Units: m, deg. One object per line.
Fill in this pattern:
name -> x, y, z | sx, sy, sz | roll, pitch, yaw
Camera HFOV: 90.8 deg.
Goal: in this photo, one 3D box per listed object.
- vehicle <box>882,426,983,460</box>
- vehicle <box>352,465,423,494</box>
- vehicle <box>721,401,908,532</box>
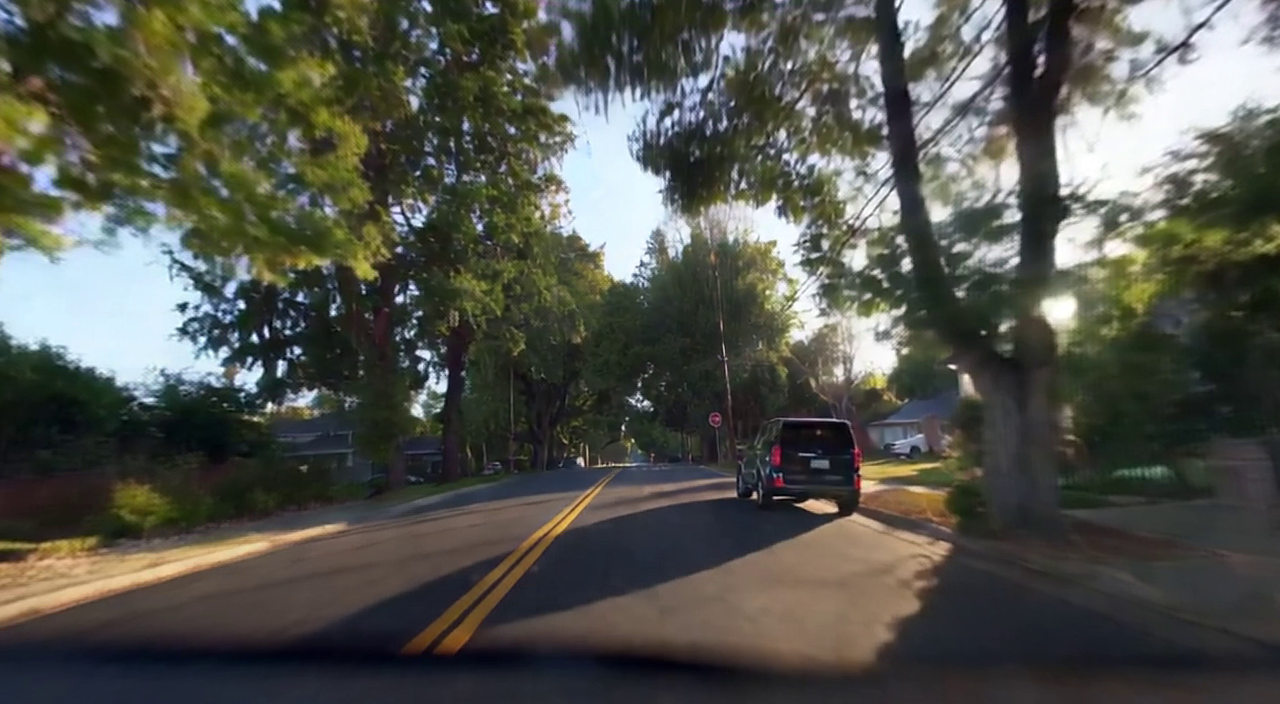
vehicle -> 17.204, 5.397, 37.370 | 4.982, 1.874, 2.133 | -3, -9, 13
vehicle -> -18.103, 9.145, 45.299 | 4.274, 1.626, 2.093 | -6, -10, 10
vehicle -> 2.832, 2.009, 11.492 | 2.109, 1.875, 4.488 | -1, -9, 0
